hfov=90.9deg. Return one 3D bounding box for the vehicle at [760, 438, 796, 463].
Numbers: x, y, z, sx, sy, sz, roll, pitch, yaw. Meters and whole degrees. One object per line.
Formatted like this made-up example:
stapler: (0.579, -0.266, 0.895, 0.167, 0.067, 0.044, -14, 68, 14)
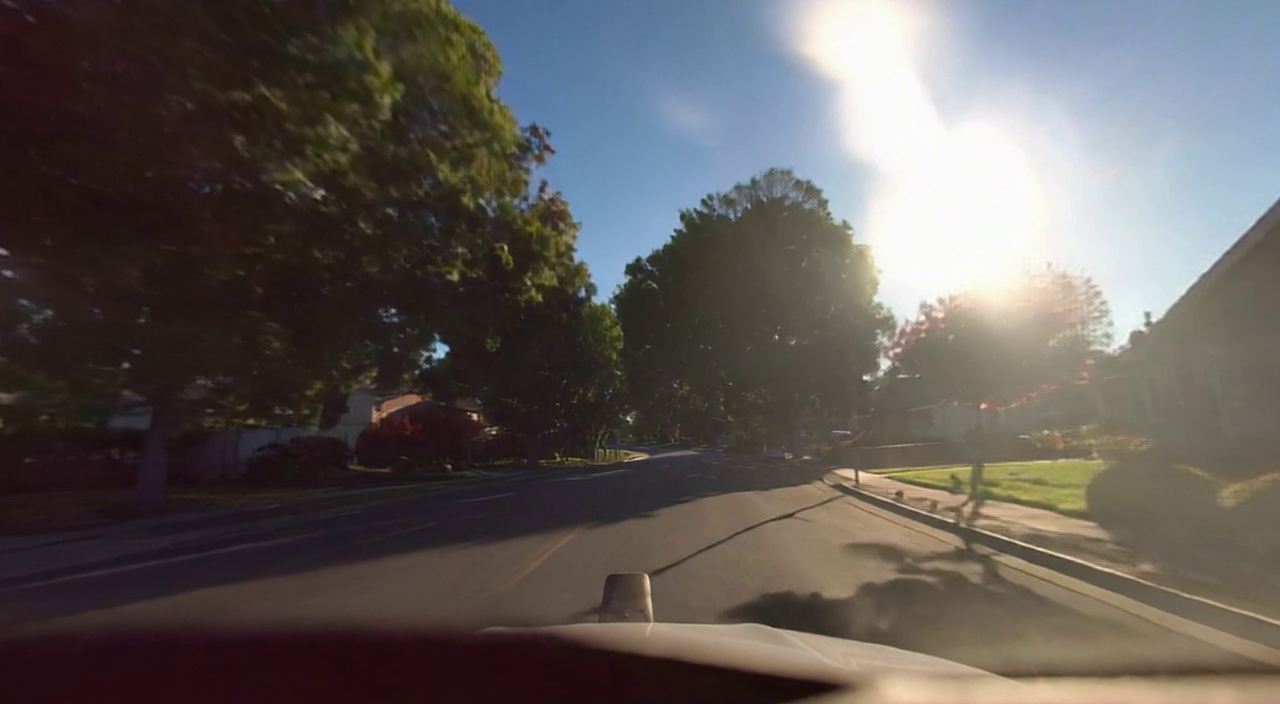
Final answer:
vehicle: (8.755, 6.271, 40.239, 2.129, 1.490, 4.369, -2, -9, 11)
